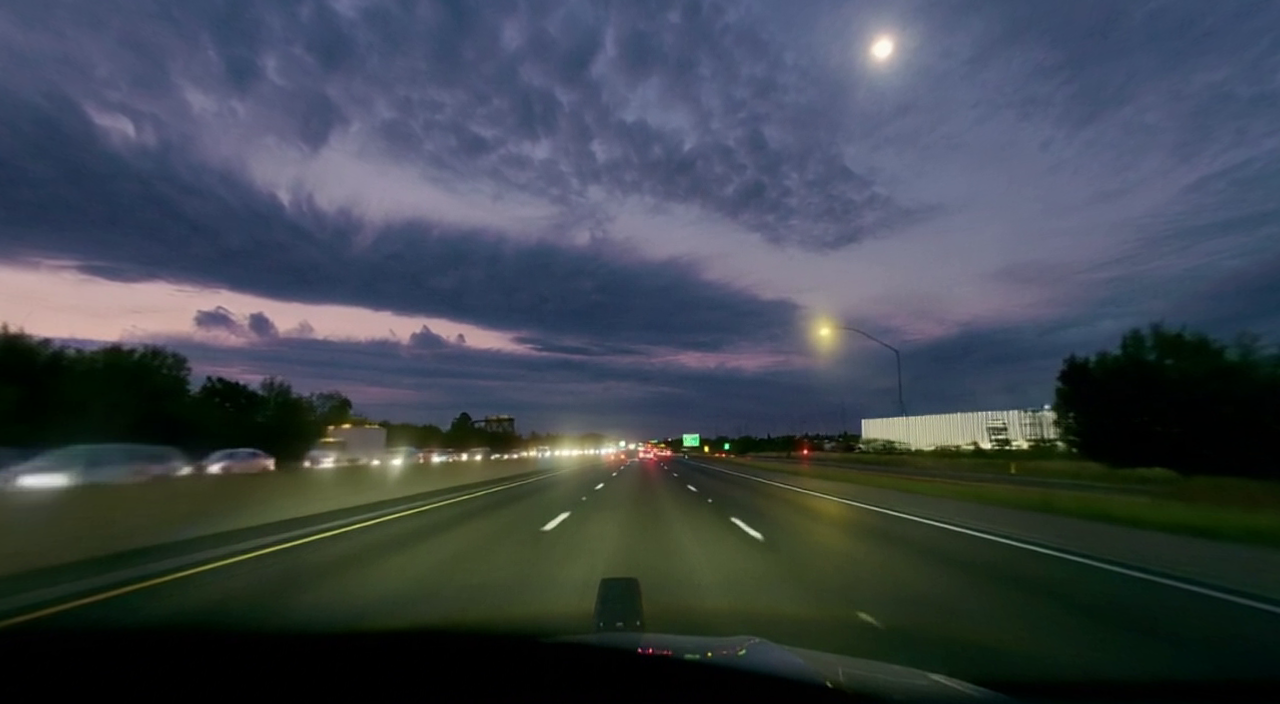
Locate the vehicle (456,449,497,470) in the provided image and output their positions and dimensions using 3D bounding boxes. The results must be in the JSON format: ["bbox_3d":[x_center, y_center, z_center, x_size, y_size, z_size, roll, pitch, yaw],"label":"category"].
[{"bbox_3d":[-11.828,7.827,45.834,1.814,1.438,3.897,-1,-9,2],"label":"vehicle"}]

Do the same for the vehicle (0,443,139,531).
[{"bbox_3d":[-11.902,2.424,11.528,1.988,1.457,4.746,1,-9,-7],"label":"vehicle"}]

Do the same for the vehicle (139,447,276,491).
[{"bbox_3d":[-15.865,4.289,23.452,1.890,1.461,4.518,0,-9,0],"label":"vehicle"}]

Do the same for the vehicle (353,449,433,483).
[{"bbox_3d":[-11.573,5.353,29.860,1.960,1.425,4.465,0,-9,0],"label":"vehicle"}]

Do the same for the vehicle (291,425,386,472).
[{"bbox_3d":[-19.678,6.394,41.633,2.668,2.821,6.805,-1,-9,2],"label":"vehicle"}]
